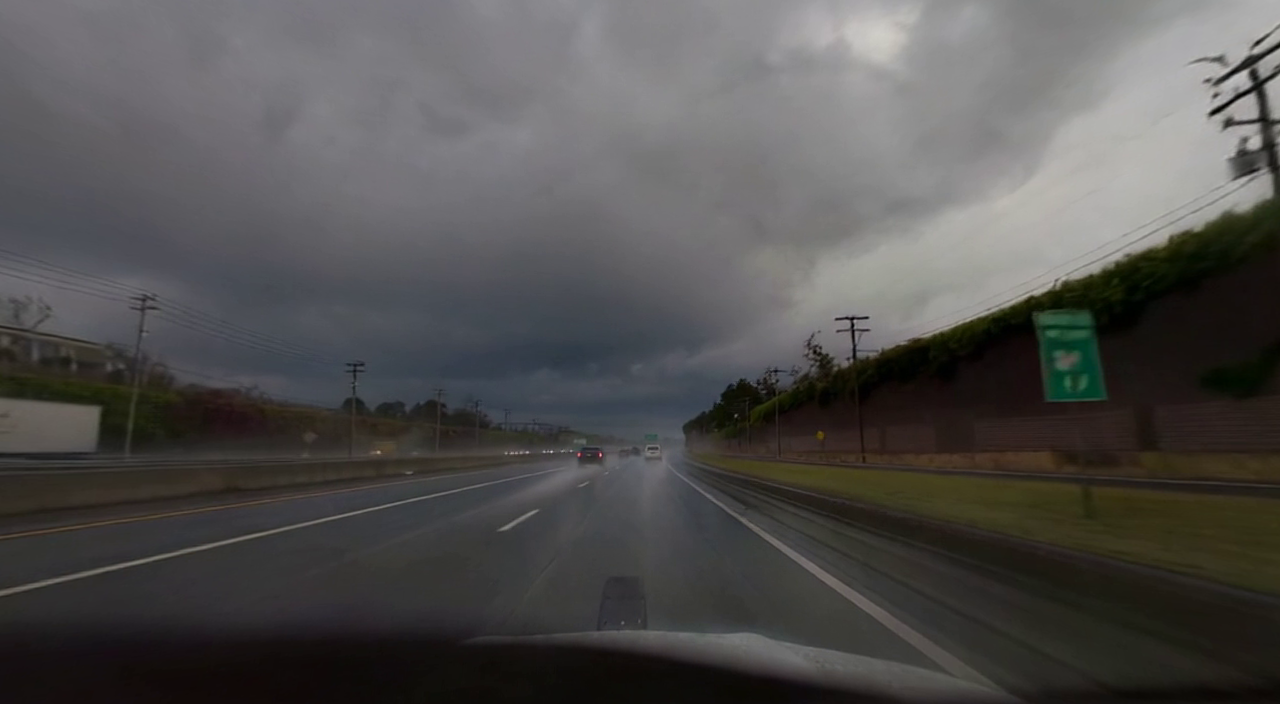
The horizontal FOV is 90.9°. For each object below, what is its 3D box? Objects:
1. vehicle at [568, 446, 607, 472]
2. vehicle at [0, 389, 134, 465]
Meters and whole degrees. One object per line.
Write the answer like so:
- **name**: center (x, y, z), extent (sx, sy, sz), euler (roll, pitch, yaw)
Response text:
- **vehicle**: center (-3.585, 7.437, 43.854), extent (2.263, 1.696, 4.321), euler (0, -9, 1)
- **vehicle**: center (-34.200, 3.829, 32.055), extent (2.917, 3.848, 17.244), euler (0, -9, -1)
